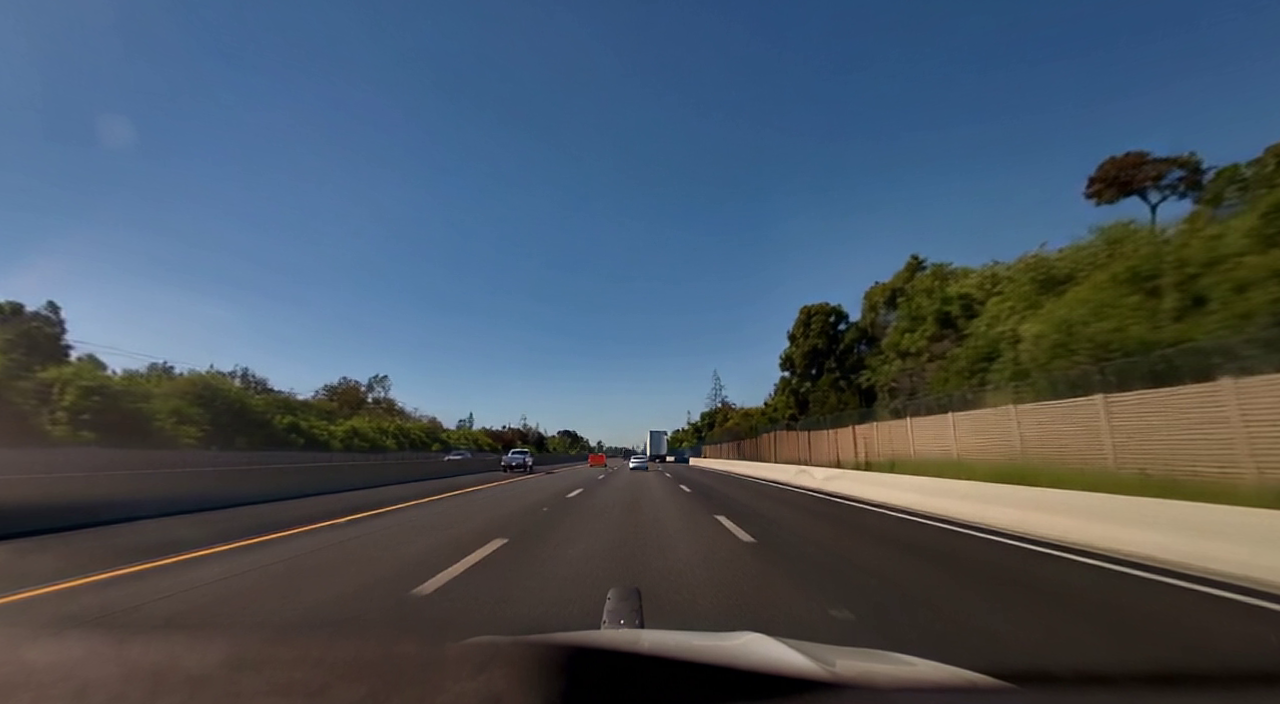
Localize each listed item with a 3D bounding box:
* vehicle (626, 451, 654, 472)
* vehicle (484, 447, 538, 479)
[{"bbox_3d":[-0.011,8.511,49.219,2.033,1.465,3.775,0,-9,-1],"label":"vehicle"},{"bbox_3d":[-7.362,6.363,36.419,2.123,1.671,4.579,-1,-9,1],"label":"vehicle"}]
